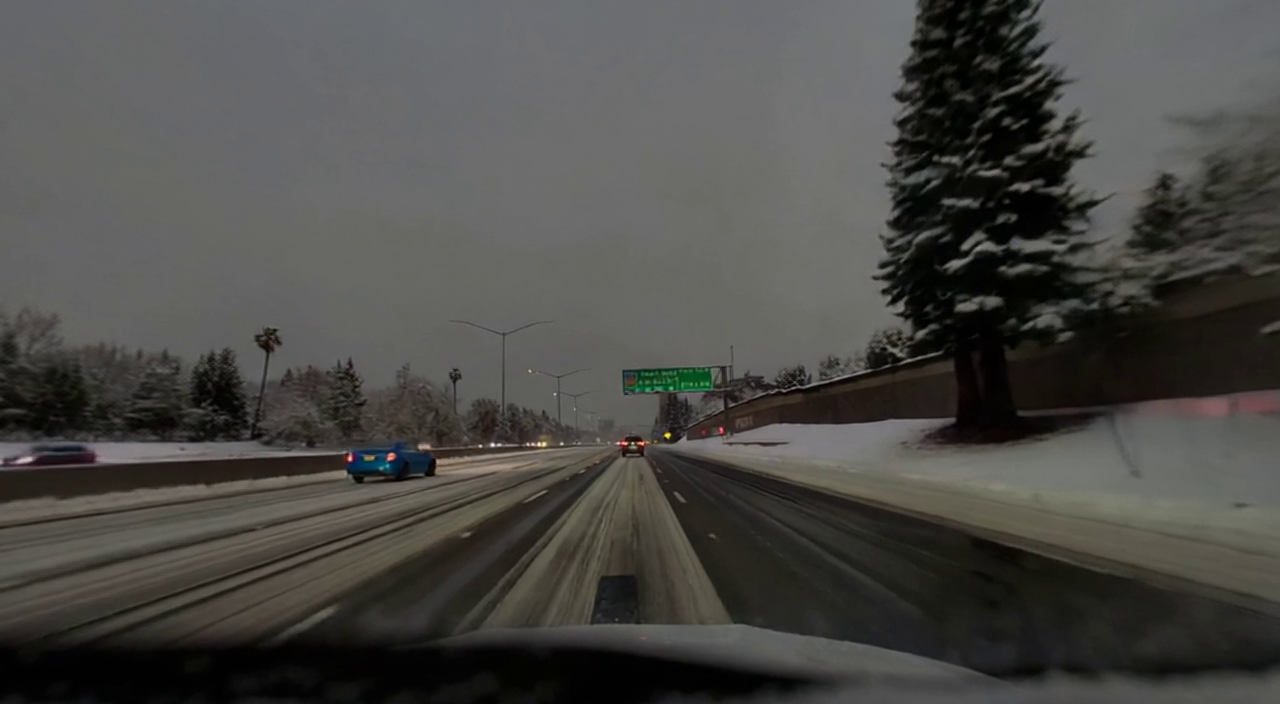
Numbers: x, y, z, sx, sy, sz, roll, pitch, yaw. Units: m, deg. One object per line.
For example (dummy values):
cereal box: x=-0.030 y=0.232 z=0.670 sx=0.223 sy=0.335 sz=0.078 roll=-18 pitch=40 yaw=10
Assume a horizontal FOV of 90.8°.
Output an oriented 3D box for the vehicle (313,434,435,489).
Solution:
vehicle: x=-8.361 y=3.478 z=20.390 sx=1.971 sy=1.552 sz=4.465 roll=0 pitch=-9 yaw=0

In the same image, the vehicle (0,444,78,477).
vehicle: x=-36.249 y=6.210 z=36.374 sx=2.363 sy=1.746 sz=5.748 roll=0 pitch=-9 yaw=1
